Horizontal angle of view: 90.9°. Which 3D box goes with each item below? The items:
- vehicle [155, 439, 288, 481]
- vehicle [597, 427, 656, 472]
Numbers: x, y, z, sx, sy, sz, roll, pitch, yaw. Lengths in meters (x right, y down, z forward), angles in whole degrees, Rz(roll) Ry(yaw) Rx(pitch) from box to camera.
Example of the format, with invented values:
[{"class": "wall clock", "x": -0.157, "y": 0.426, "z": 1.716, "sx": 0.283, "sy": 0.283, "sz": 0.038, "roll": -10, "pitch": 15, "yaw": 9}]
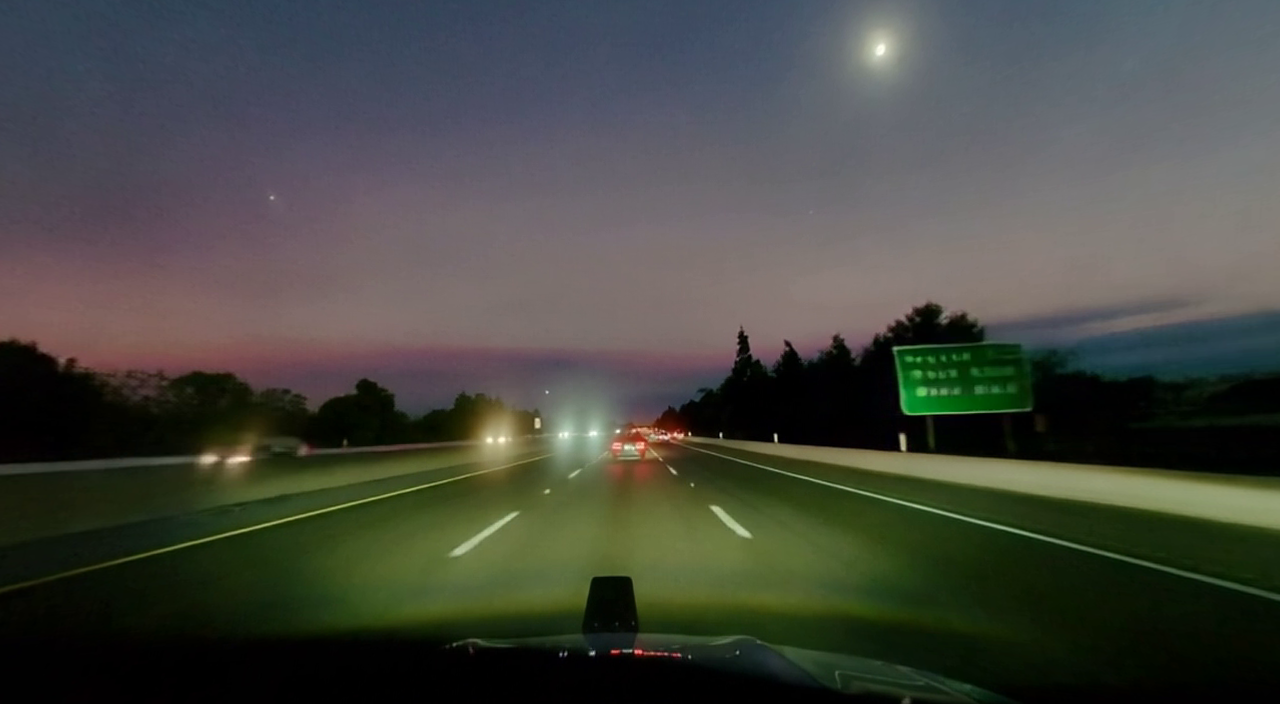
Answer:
[{"class": "vehicle", "x": -16.751, "y": 4.303, "z": 25.631, "sx": 2.081, "sy": 1.522, "sz": 4.969, "roll": 0, "pitch": -8, "yaw": -1}, {"class": "vehicle", "x": -0.509, "y": 3.732, "z": 24.454, "sx": 2.094, "sy": 1.600, "sz": 3.666, "roll": 0, "pitch": -8, "yaw": -1}]
